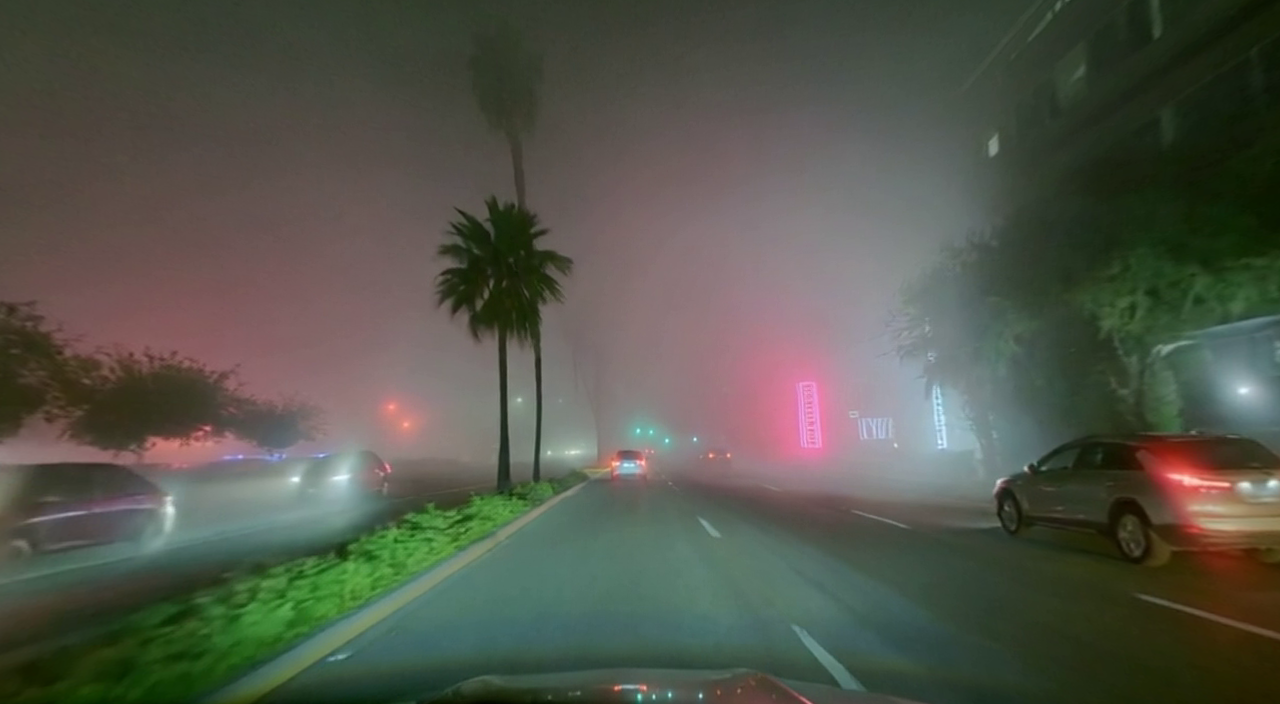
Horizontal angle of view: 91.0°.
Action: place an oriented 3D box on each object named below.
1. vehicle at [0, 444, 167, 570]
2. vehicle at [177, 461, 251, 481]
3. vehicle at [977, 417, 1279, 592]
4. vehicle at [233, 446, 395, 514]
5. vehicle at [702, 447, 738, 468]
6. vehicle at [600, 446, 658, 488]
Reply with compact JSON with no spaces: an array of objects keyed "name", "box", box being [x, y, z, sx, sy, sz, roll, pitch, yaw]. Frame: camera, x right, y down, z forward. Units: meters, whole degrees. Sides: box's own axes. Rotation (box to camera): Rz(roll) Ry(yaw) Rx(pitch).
[{"name":"vehicle","box":[-8.687,1.925,7.845,2.088,1.471,4.534,-1,-8,0]},{"name":"vehicle","box":[-33.498,9.364,49.555,4.389,1.448,1.925,0,-9,2]},{"name":"vehicle","box":[6.390,1.747,7.998,1.949,1.647,3.894,0,-9,-1]},{"name":"vehicle","box":[-8.527,3.338,17.018,1.930,1.478,4.552,-1,-8,0]},{"name":"vehicle","box":[5.825,7.745,46.361,1.970,1.461,4.267,0,-9,-2]},{"name":"vehicle","box":[-0.398,4.184,23.195,1.970,1.402,3.756,0,-9,-1]}]
